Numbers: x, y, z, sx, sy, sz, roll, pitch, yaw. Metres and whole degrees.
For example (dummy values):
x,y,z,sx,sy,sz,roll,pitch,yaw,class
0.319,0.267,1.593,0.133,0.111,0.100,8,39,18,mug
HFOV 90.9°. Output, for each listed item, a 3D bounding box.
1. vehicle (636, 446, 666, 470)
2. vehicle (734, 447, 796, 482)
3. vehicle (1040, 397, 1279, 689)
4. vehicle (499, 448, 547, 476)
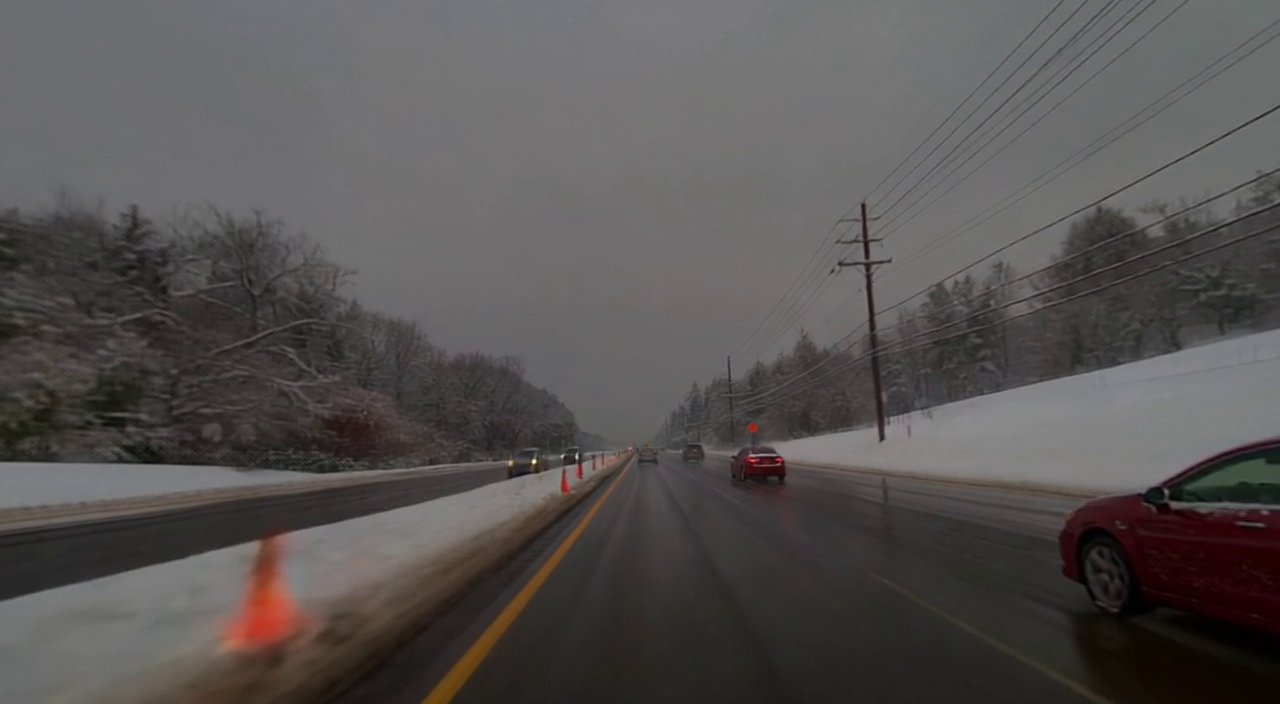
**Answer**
x,y,z,sx,sy,sz,roll,pitch,yaw,class
0.771,7.653,45.783,2.096,1.583,4.150,0,-8,0,vehicle
5.493,4.963,28.214,1.881,1.409,4.016,0,-8,-1,vehicle
4.472,0.994,3.152,1.997,1.568,4.529,0,-8,1,vehicle
-7.356,6.942,40.137,1.941,1.594,4.791,0,-8,2,vehicle
